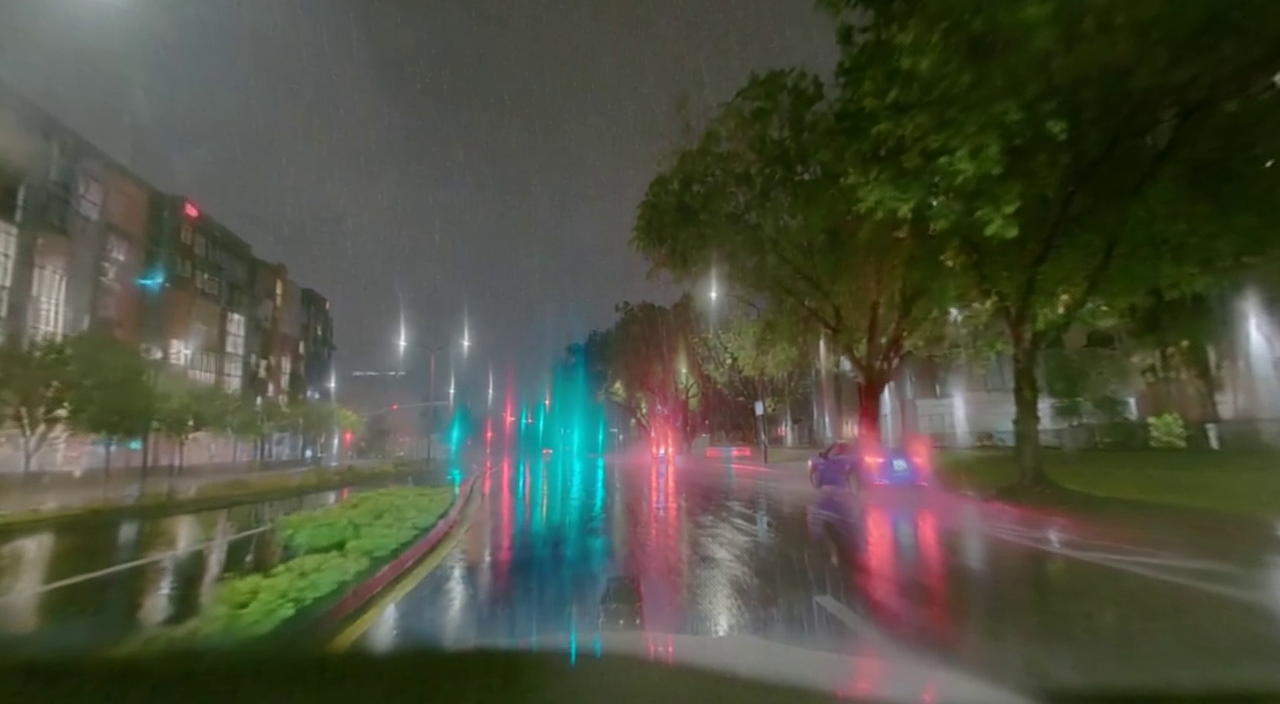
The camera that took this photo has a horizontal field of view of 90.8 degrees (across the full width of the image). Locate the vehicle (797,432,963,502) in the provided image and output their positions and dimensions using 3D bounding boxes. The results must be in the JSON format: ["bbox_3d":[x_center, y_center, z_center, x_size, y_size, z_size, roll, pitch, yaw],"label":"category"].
[{"bbox_3d":[5.816,2.831,16.203,1.984,1.479,5.102,1,-8,-4],"label":"vehicle"}]
